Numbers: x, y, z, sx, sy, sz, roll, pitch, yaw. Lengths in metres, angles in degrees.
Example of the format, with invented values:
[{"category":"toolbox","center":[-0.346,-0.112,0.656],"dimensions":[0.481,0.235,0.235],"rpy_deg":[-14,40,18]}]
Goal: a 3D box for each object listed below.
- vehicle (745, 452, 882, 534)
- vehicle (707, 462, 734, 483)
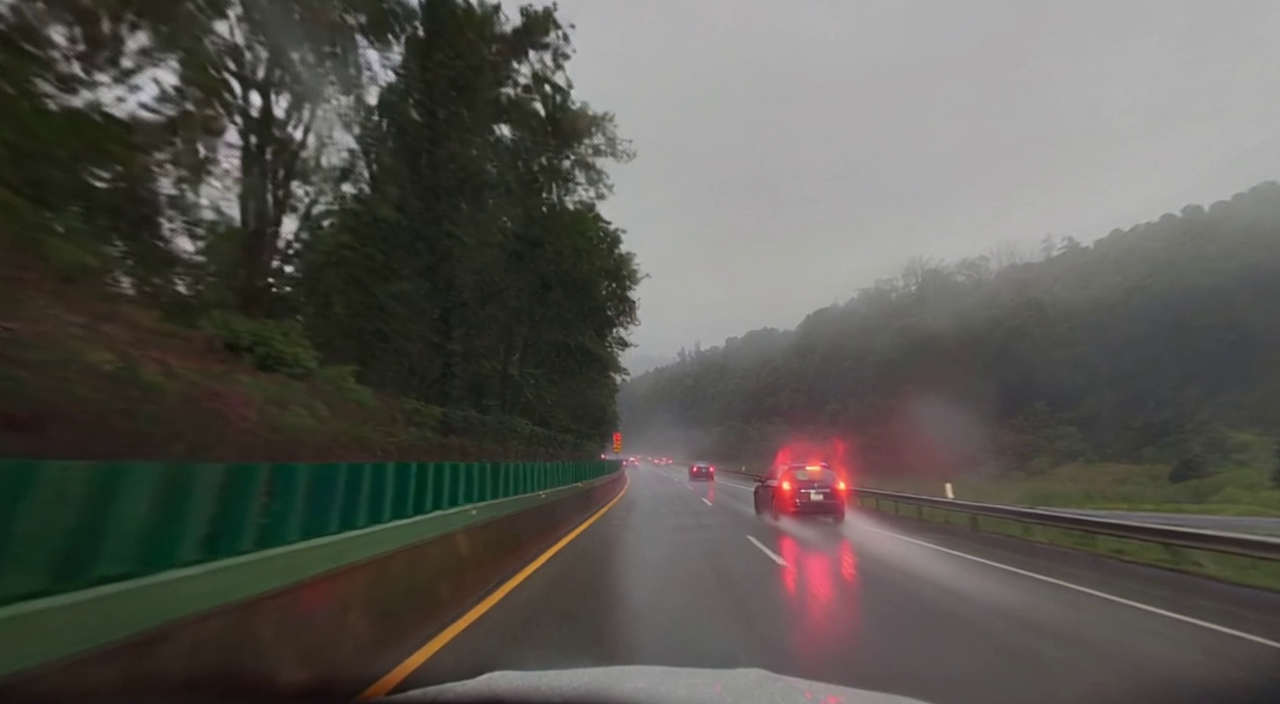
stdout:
[{"category":"vehicle","center":[3.818,3.207,14.713],"dimensions":[2.023,1.593,4.105],"rpy_deg":[1,-10,0]},{"category":"vehicle","center":[6.303,9.408,49.184],"dimensions":[2.018,1.533,3.724],"rpy_deg":[-1,-10,8]}]
